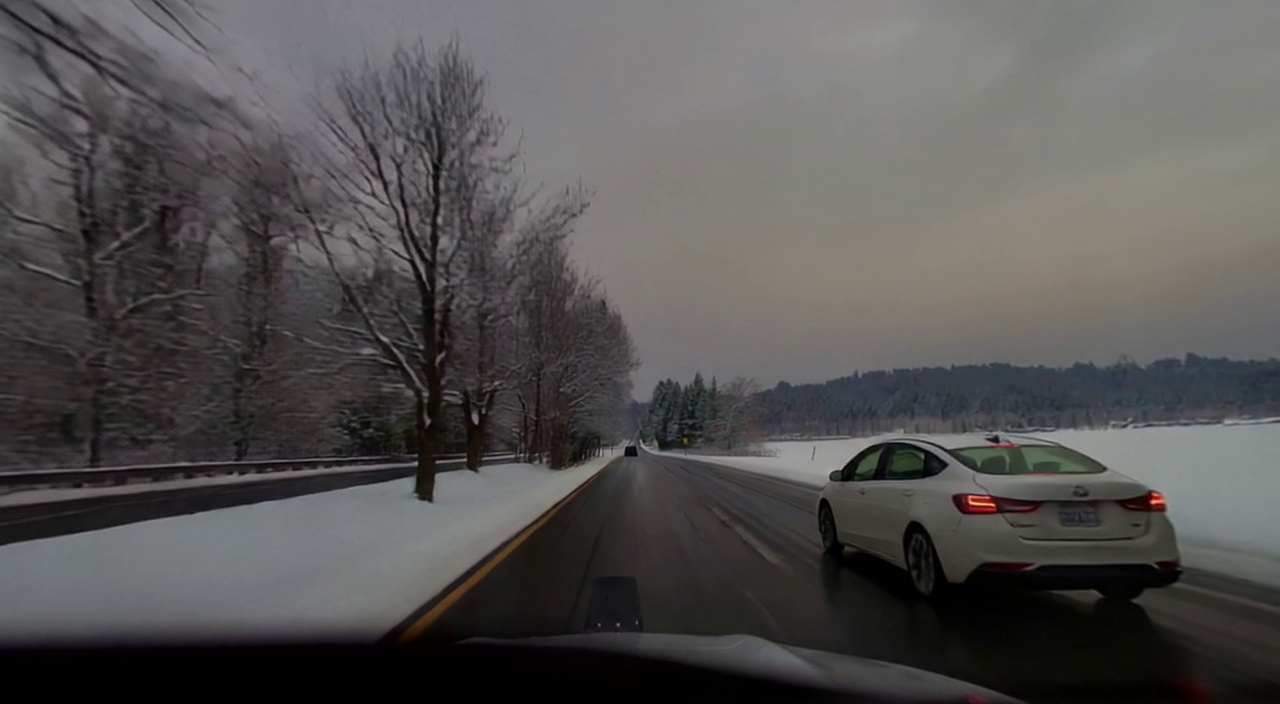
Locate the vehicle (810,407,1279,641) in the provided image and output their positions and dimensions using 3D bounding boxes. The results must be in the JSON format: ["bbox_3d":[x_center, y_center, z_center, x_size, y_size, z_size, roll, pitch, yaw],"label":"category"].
[{"bbox_3d":[3.482,1.529,6.708,2.060,1.584,4.592,0,-9,0],"label":"vehicle"}]
